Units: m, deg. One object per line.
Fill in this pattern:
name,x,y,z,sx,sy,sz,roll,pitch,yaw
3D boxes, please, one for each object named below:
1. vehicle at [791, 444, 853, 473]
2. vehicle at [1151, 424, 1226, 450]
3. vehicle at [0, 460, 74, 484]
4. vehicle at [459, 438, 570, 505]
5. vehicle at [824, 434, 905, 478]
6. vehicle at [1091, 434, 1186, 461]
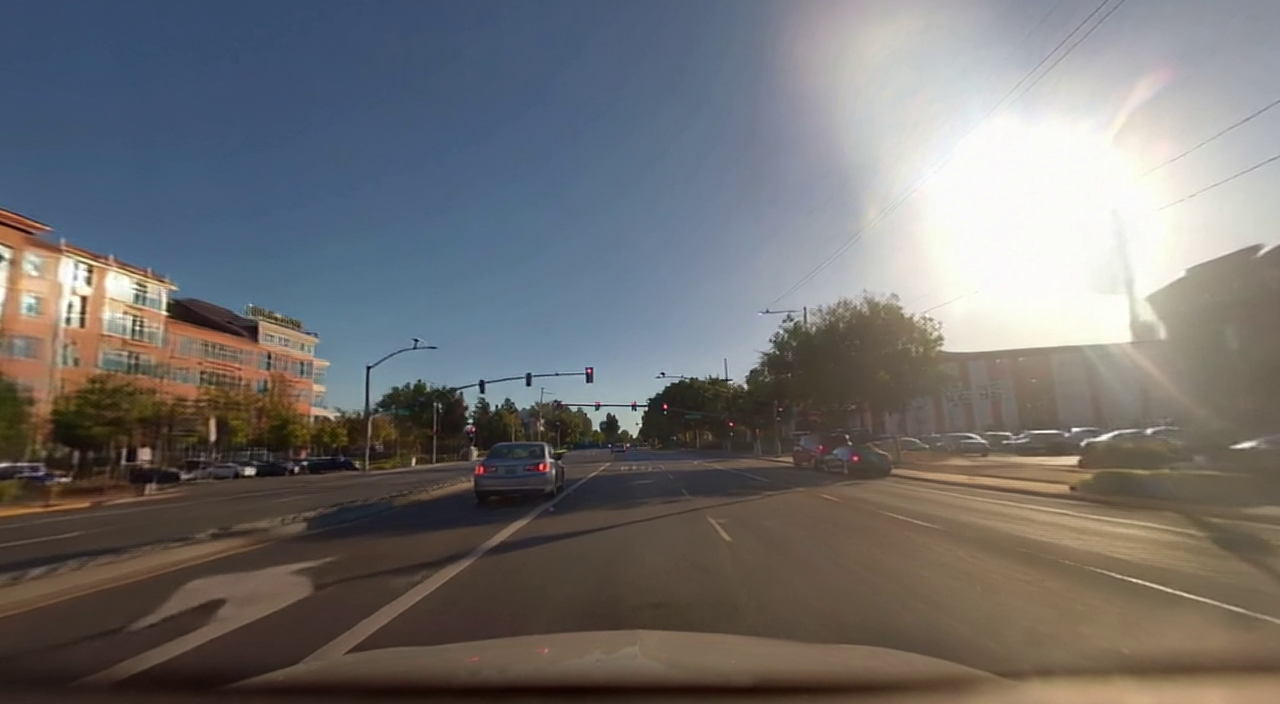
vehicle,10.145,5.944,35.635,1.987,1.487,4.753,0,-8,-2
vehicle,43.108,6.718,49.803,1.951,1.925,4.345,0,-8,1
vehicle,-41.285,8.017,42.374,1.902,1.475,4.635,-8,-12,43
vehicle,-3.043,2.991,16.240,2.185,1.473,3.925,0,-8,-2
vehicle,10.320,4.792,29.416,1.998,1.862,4.658,0,-8,0
vehicle,28.895,5.561,36.826,1.891,1.504,4.551,0,-8,1
